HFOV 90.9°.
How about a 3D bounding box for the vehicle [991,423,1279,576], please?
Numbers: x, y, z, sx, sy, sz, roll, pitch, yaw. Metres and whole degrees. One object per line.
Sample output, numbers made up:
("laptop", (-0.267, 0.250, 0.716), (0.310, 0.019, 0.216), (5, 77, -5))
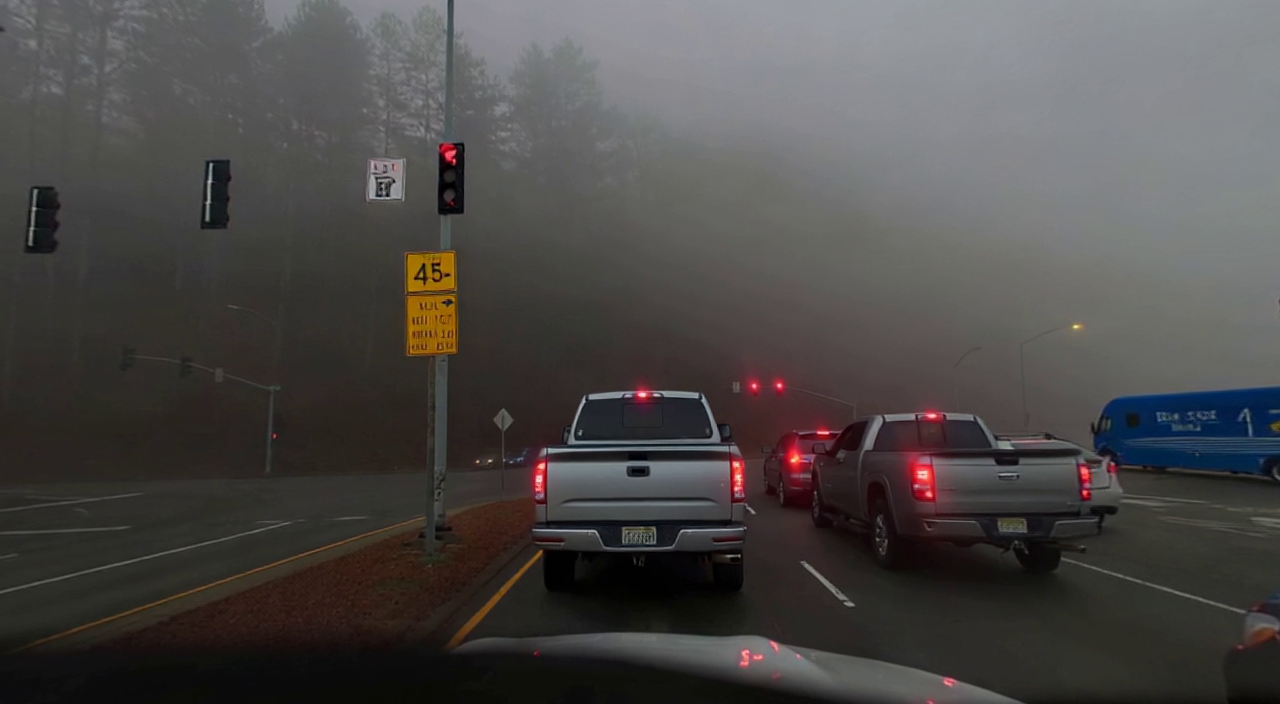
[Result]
("vehicle", (6.835, 1.741, 8.285), (1.973, 1.470, 4.228), (0, -8, -1))

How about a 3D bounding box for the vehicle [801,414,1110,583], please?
("vehicle", (3.576, 1.718, 8.188), (1.981, 1.616, 4.006), (0, -8, 1))

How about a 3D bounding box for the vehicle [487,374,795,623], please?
("vehicle", (0.042, 1.472, 7.341), (2.326, 1.880, 4.964), (0, -8, 1))
